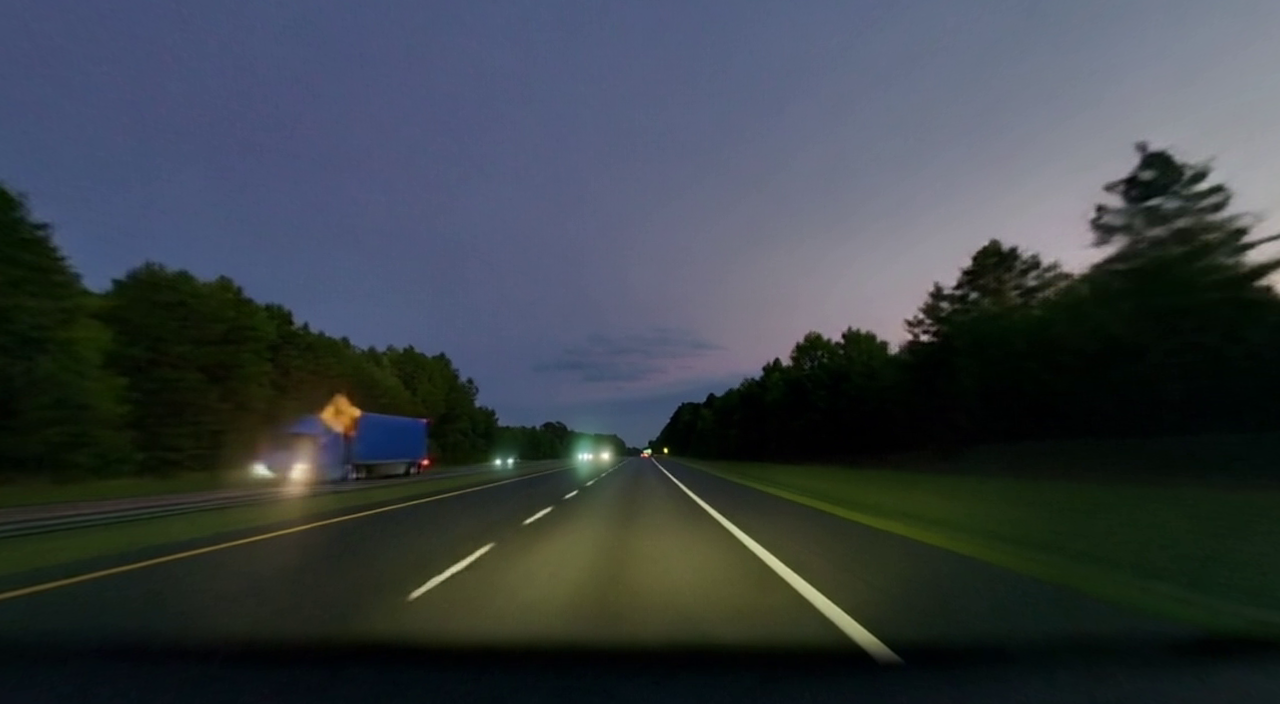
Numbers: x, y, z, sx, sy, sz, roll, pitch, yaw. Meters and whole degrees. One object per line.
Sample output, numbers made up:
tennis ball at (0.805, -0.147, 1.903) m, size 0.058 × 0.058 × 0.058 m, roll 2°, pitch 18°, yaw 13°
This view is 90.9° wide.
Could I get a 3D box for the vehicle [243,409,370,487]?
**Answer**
vehicle at (-17.742, 5.220, 34.202) m, size 3.015 × 3.770 × 6.831 m, roll 0°, pitch -9°, yaw 0°
